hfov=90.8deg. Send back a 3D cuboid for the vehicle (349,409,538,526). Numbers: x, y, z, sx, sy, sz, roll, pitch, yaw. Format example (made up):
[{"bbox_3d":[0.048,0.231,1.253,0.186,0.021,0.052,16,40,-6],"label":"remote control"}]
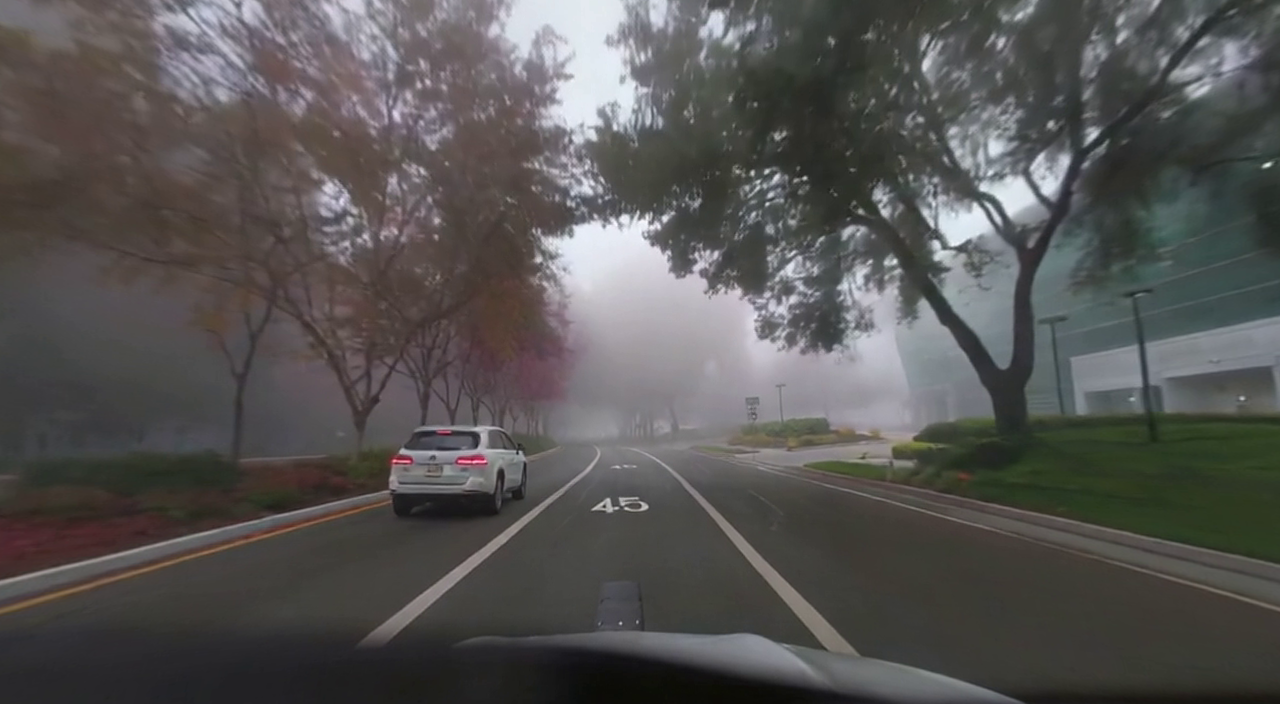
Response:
[{"bbox_3d":[-3.276,1.999,11.675,2.067,1.700,4.561,0,-7,-1],"label":"vehicle"}]
